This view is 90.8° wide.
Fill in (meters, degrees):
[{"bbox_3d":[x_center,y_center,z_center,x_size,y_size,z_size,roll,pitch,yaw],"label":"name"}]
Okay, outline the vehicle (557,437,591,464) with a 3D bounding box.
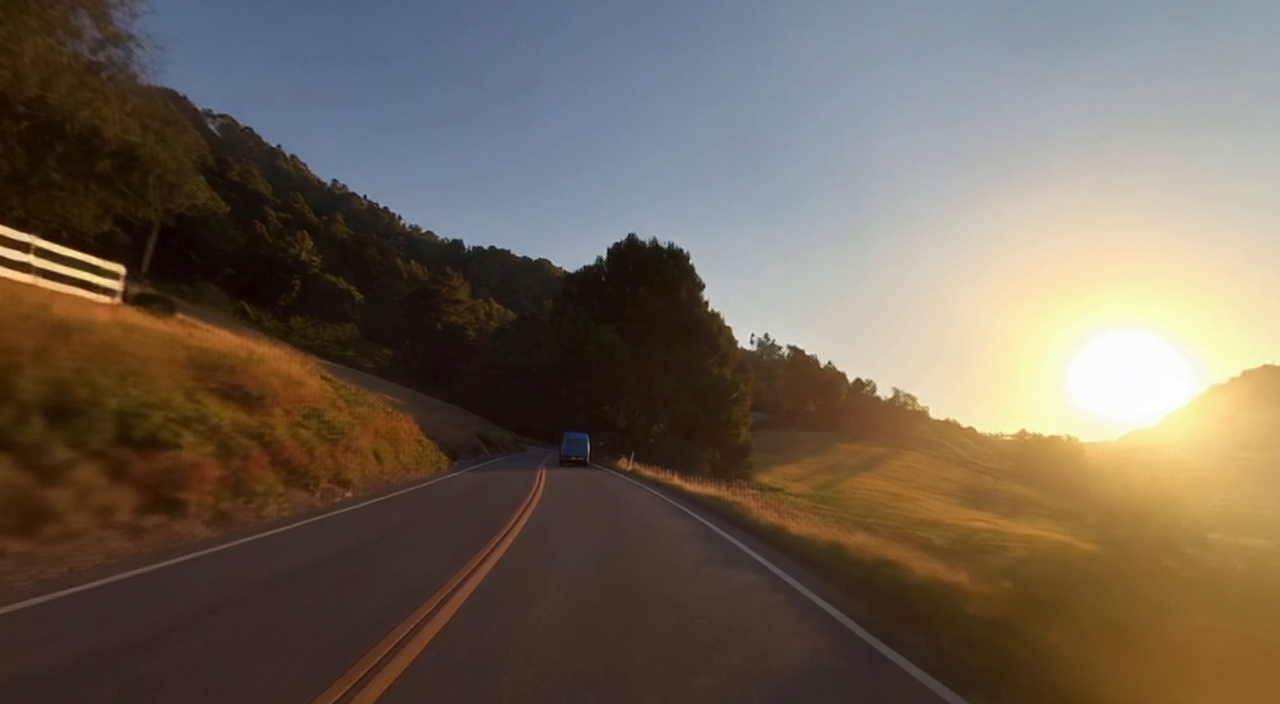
[{"bbox_3d":[-5.118,7.494,48.273,2.439,1.912,5.605,1,-9,-7],"label":"vehicle"}]
